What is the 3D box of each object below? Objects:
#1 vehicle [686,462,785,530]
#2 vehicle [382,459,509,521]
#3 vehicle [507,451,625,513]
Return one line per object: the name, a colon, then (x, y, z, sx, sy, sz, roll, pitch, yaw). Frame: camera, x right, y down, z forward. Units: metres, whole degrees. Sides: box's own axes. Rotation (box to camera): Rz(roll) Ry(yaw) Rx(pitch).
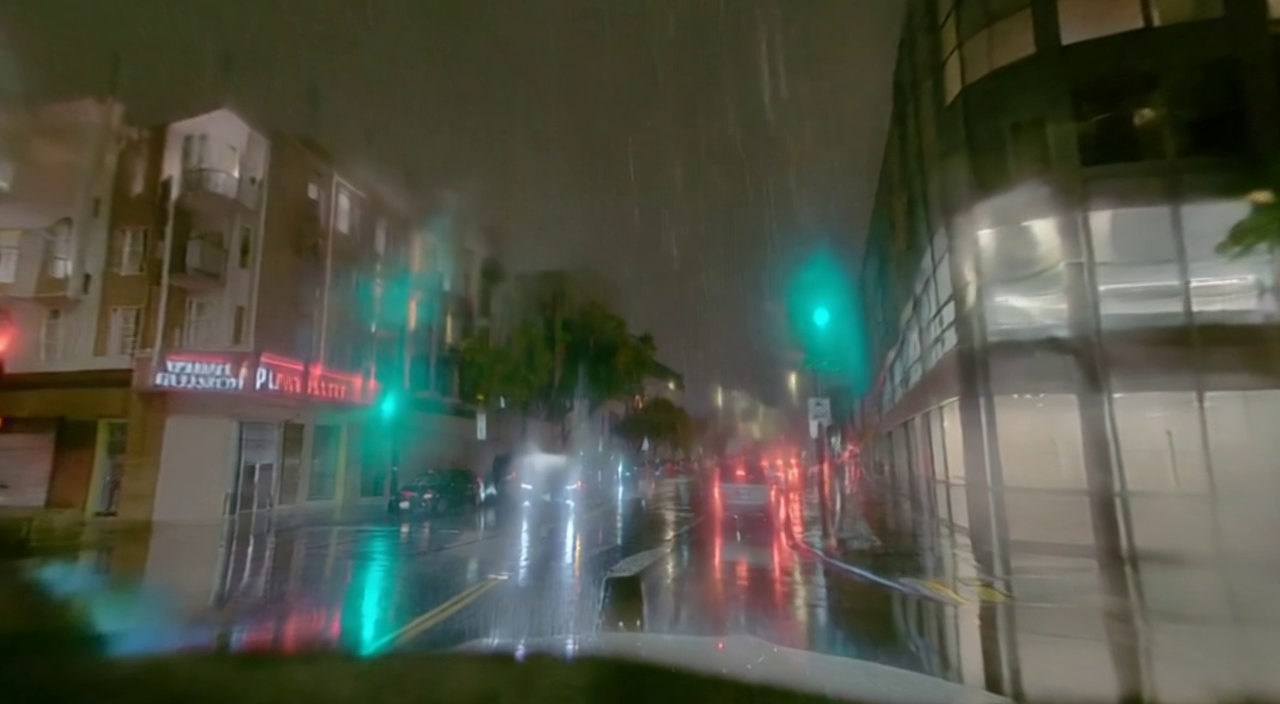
vehicle: (2.693, 3.750, 16.975, 1.892, 1.481, 4.365, -4, -10, 18)
vehicle: (-6.408, 4.575, 21.344, 1.933, 1.461, 4.393, -8, -8, 15)
vehicle: (-2.205, 4.128, 20.522, 2.181, 1.723, 4.692, -3, -10, 15)
